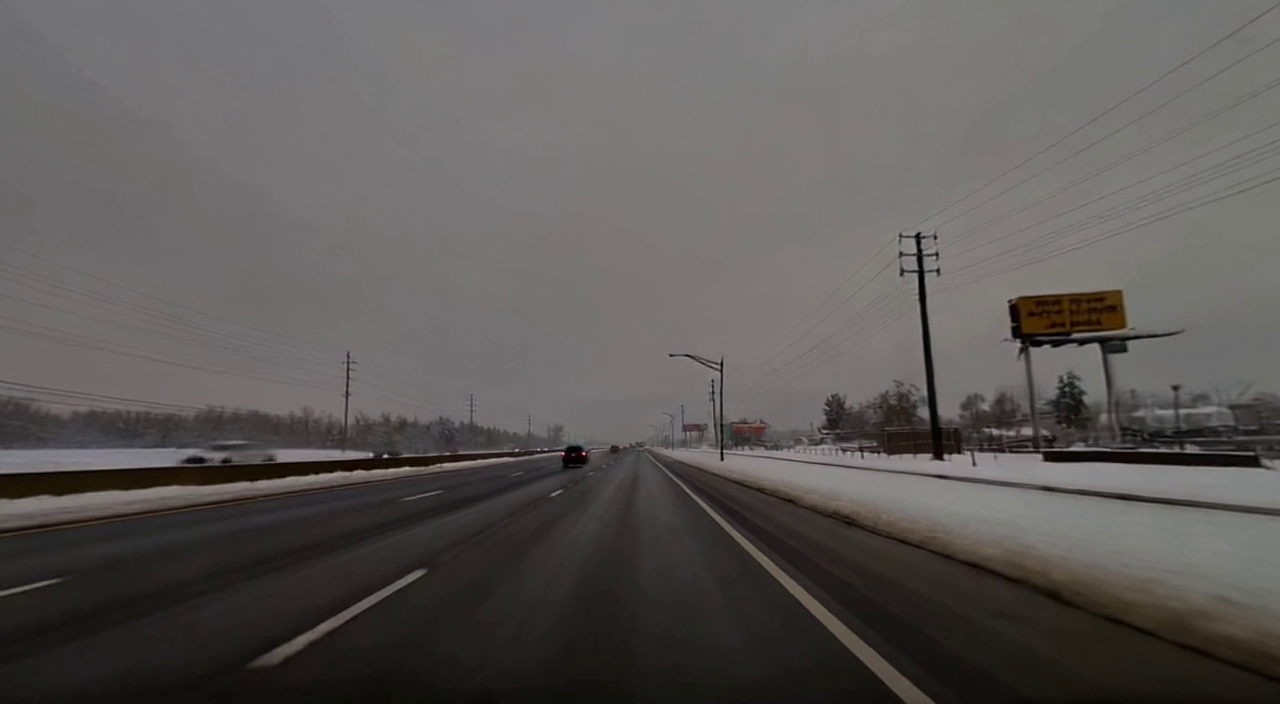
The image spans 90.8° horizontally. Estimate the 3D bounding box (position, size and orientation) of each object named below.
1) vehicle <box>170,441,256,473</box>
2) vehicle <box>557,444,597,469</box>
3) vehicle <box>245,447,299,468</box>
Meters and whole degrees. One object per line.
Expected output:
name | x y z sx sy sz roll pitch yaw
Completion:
vehicle | -25.445 6.258 37.895 1.857 1.789 4.628 0 -9 0
vehicle | -3.874 6.471 39.400 1.940 1.479 4.545 0 -9 1
vehicle | -28.644 8.229 49.304 1.786 1.557 3.981 0 -9 1
